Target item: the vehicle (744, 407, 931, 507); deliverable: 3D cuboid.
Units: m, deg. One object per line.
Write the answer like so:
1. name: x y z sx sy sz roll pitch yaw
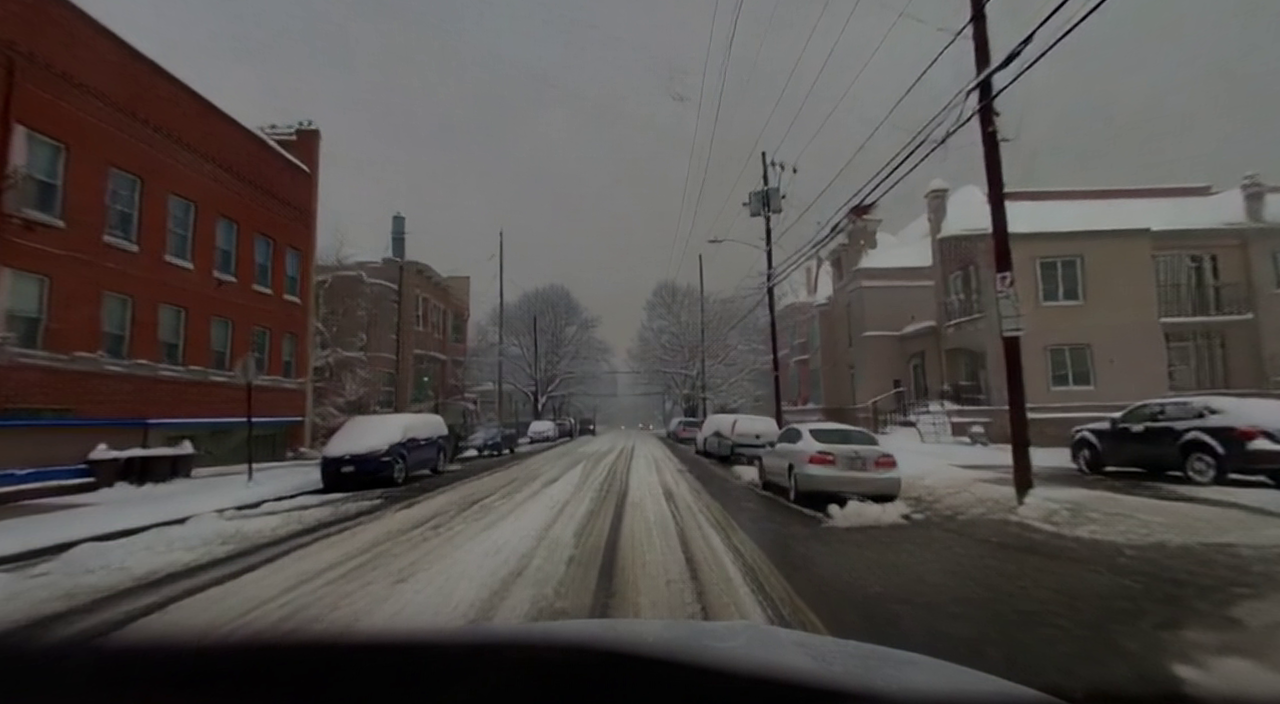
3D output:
1. vehicle: 3.268 1.827 11.546 1.885 1.464 4.466 0 -7 -1

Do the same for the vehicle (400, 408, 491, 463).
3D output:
1. vehicle: -6.736 2.962 22.451 1.925 1.759 4.396 0 -7 -1

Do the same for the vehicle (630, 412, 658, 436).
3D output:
1. vehicle: 0.288 5.566 48.674 2.059 1.736 3.994 0 -7 -1

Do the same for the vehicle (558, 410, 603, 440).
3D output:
1. vehicle: -3.817 4.825 41.463 2.236 1.834 4.743 -1 -7 3

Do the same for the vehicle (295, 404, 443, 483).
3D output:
1. vehicle: -6.845 2.363 16.660 1.930 1.756 4.955 0 -7 -3

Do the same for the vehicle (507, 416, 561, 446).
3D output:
1. vehicle: -5.917 4.359 34.734 1.994 1.510 4.802 3 -8 -21

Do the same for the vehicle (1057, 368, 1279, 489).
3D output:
1. vehicle: 9.803 1.419 11.276 1.968 1.713 4.379 -3 -9 6
